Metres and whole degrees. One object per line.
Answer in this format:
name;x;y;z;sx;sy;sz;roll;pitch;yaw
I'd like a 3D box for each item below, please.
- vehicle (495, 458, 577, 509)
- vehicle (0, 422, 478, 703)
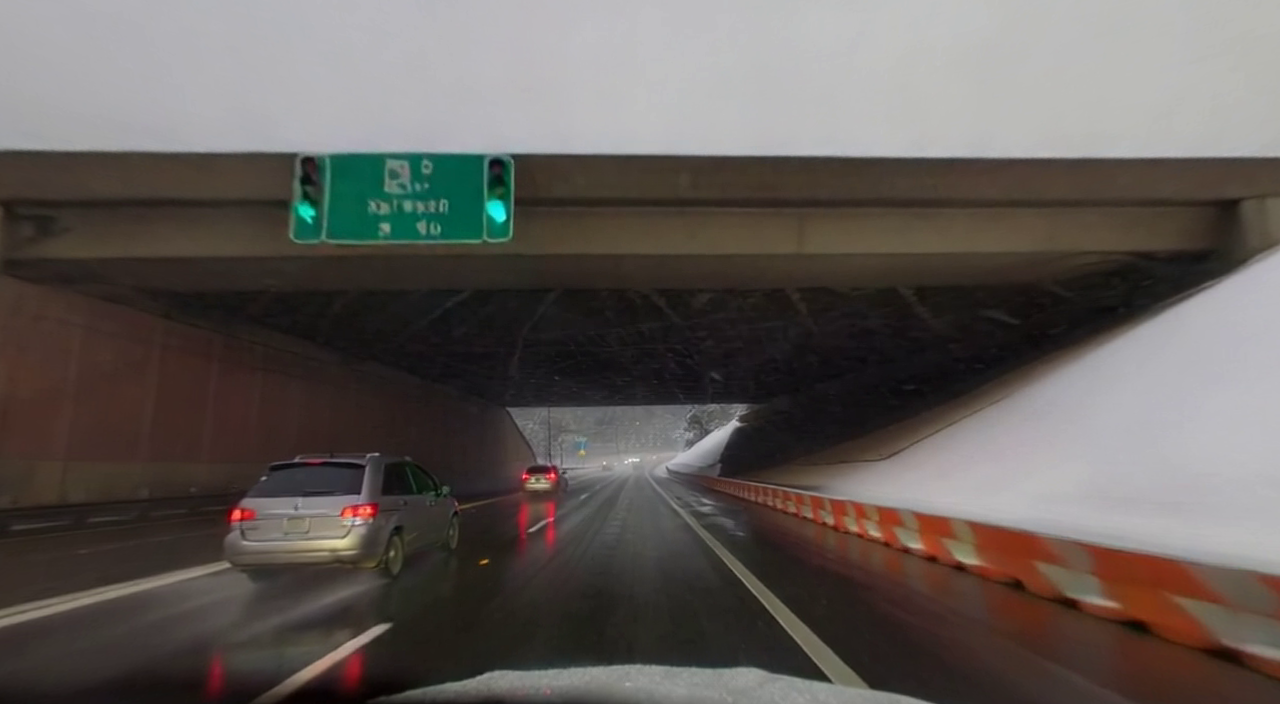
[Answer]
vehicle;-3.298;4.279;20.707;1.992;1.466;3.690;1;-10;1
vehicle;-3.213;1.581;5.792;2.023;1.507;5.082;1;-10;1
